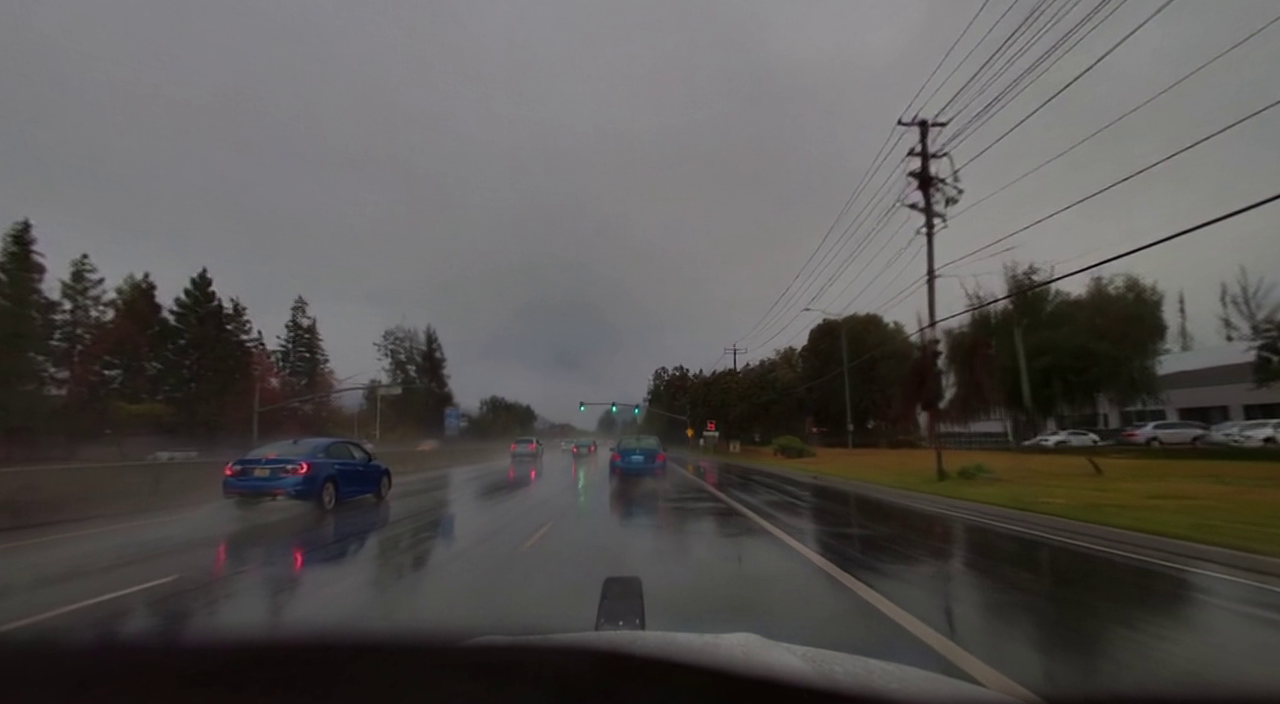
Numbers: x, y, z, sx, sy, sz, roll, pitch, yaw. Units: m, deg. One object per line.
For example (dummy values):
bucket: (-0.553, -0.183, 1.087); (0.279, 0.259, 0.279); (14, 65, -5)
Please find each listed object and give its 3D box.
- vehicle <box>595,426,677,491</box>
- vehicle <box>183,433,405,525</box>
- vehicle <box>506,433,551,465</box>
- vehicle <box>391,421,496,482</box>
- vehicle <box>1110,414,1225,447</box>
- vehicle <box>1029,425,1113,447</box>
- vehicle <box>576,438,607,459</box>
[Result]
vehicle: (-0.144, 3.073, 18.619); (2.140, 1.653, 4.108); (0, -8, -1)
vehicle: (-6.557, 2.413, 12.731); (1.900, 1.483, 4.547); (0, -8, 0)
vehicle: (-6.529, 5.712, 37.274); (1.914, 1.756, 4.179); (0, -8, 0)
vehicle: (-6.786, 3.500, 22.508); (2.144, 1.905, 4.967); (0, -8, 0)
vehicle: (29.546, 4.447, 35.509); (4.554, 1.761, 2.095); (0, -8, 0)
vehicle: (29.083, 5.703, 42.710); (4.105, 1.306, 2.050); (-2, -7, 1)
vehicle: (-3.546, 7.176, 47.074); (2.055, 1.510, 3.961); (0, -8, -1)
